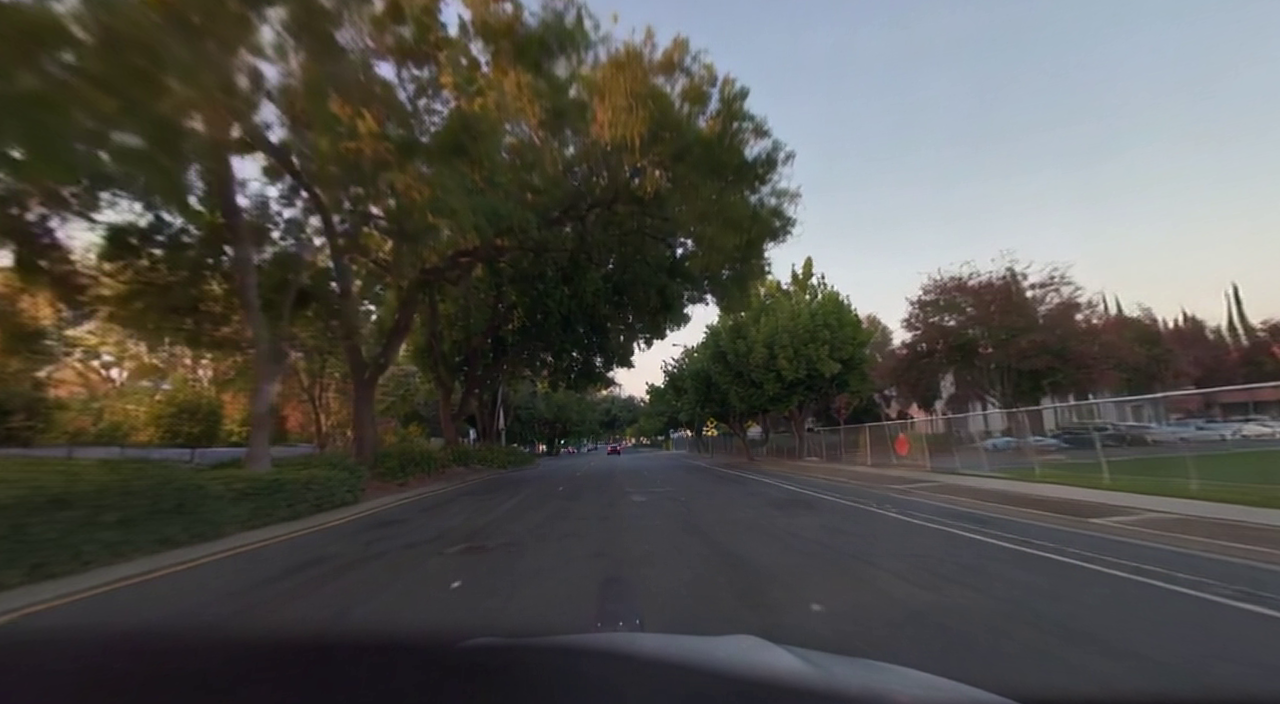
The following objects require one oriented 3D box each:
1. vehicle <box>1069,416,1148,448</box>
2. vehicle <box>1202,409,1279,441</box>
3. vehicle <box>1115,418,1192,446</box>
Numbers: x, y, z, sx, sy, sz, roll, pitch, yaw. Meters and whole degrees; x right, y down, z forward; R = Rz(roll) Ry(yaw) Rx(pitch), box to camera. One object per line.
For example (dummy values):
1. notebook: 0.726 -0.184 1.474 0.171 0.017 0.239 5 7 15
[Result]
1. vehicle: 26.121 4.525 35.461 2.055 1.645 4.679 -3 -8 18
2. vehicle: 34.743 4.224 36.160 1.875 1.686 4.455 -3 -8 14
3. vehicle: 29.243 4.604 36.150 1.736 1.440 3.989 -2 -8 13
